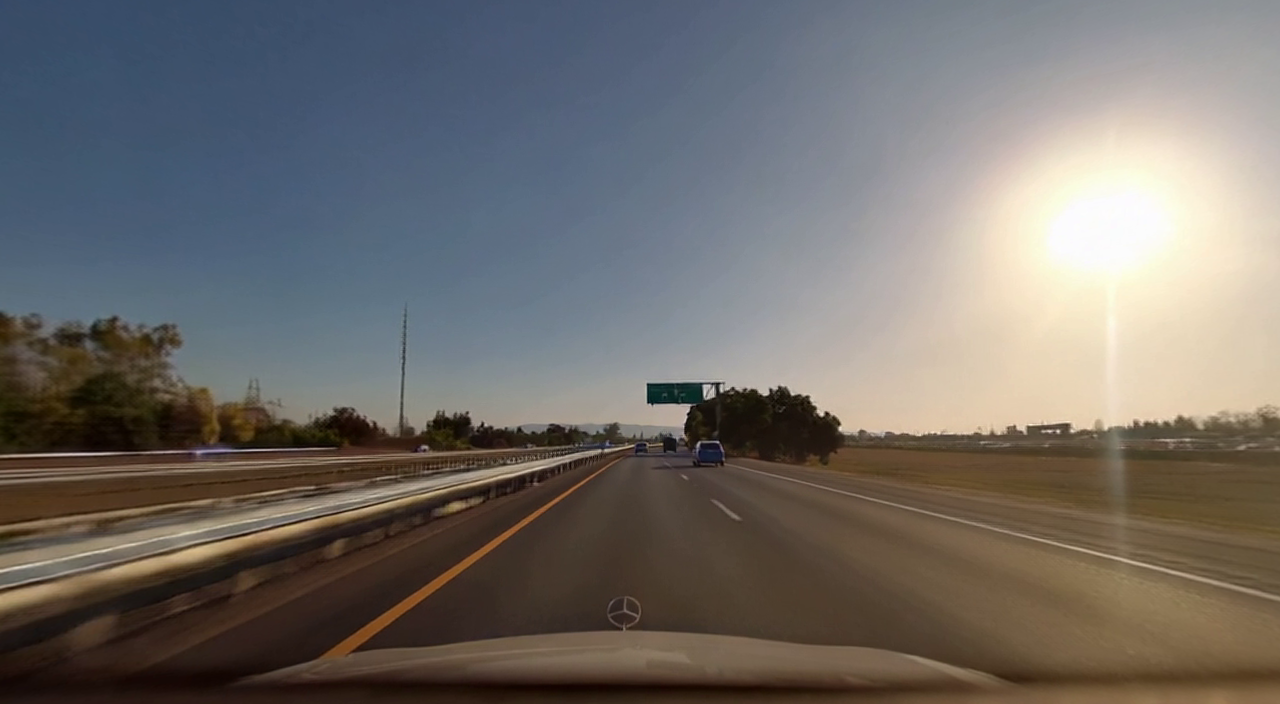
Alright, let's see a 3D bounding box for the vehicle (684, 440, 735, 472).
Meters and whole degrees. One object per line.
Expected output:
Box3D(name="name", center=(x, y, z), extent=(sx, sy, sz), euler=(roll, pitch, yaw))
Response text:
Box3D(name="vehicle", center=(3.552, 5.420, 32.936), extent=(2.044, 1.527, 4.658), euler=(0, -8, -1))
